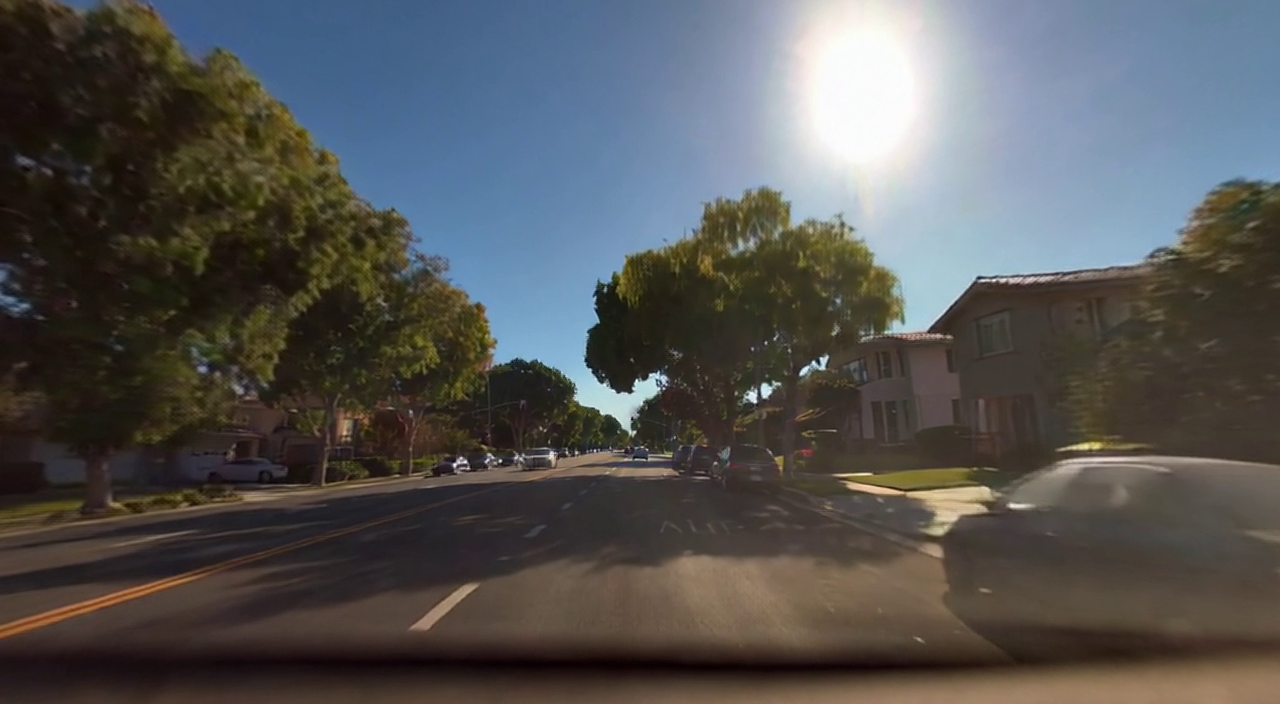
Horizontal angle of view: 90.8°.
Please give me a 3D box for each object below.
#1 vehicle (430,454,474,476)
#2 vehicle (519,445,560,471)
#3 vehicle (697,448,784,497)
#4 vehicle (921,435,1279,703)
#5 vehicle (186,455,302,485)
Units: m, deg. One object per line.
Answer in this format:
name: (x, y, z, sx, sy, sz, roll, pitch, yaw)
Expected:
vehicle: (-14.050, 8.456, 47.469, 2.021, 1.513, 4.568, 0, -9, -1)
vehicle: (-7.288, 7.743, 46.409, 2.120, 1.726, 5.445, 0, -9, 0)
vehicle: (3.326, 4.105, 22.022, 2.158, 1.477, 5.135, 0, -9, 0)
vehicle: (3.534, 1.222, 3.488, 2.009, 1.468, 4.414, 0, -9, 1)
vehicle: (-21.289, 6.337, 34.096, 4.870, 1.529, 2.004, 0, -9, 0)
